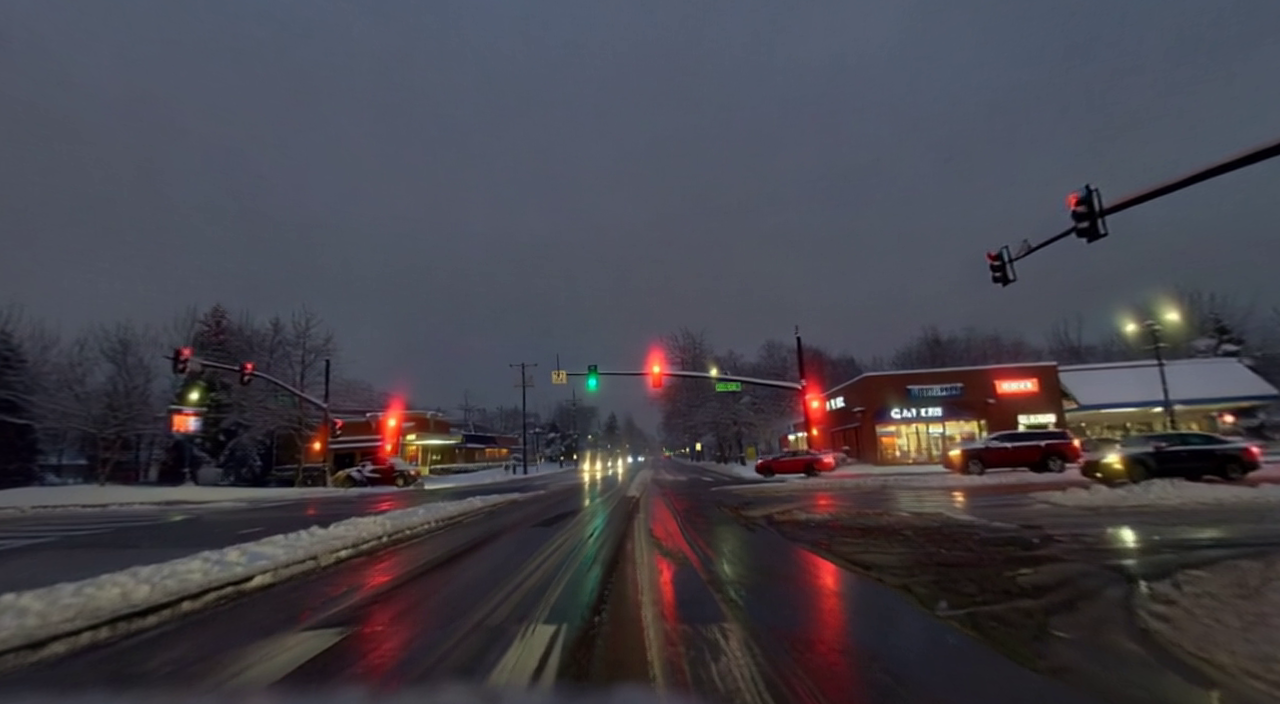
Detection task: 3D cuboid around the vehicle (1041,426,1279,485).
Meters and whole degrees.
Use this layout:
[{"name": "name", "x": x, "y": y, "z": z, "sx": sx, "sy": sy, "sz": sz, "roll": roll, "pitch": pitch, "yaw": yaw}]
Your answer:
[{"name": "vehicle", "x": 14.416, "y": 2.916, "z": 17.821, "sx": 4.835, "sy": 1.487, "sz": 1.913, "roll": -3, "pitch": -9, "yaw": 20}]

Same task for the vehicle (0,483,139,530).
[{"name": "vehicle", "x": -21.167, "y": 5.526, "z": 22.799, "sx": 4.676, "sy": 1.463, "sz": 1.909, "roll": -1, "pitch": -8, "yaw": 6}]

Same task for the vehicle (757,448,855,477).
[{"name": "vehicle", "x": 8.961, "y": 5.955, "z": 34.223, "sx": 4.728, "sy": 1.468, "sz": 2.083, "roll": -5, "pitch": -10, "yaw": 31}]

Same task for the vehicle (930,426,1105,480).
[{"name": "vehicle", "x": 12.962, "y": 3.518, "z": 22.137, "sx": 4.916, "sy": 1.730, "sz": 1.986, "roll": -4, "pitch": -9, "yaw": 22}]
